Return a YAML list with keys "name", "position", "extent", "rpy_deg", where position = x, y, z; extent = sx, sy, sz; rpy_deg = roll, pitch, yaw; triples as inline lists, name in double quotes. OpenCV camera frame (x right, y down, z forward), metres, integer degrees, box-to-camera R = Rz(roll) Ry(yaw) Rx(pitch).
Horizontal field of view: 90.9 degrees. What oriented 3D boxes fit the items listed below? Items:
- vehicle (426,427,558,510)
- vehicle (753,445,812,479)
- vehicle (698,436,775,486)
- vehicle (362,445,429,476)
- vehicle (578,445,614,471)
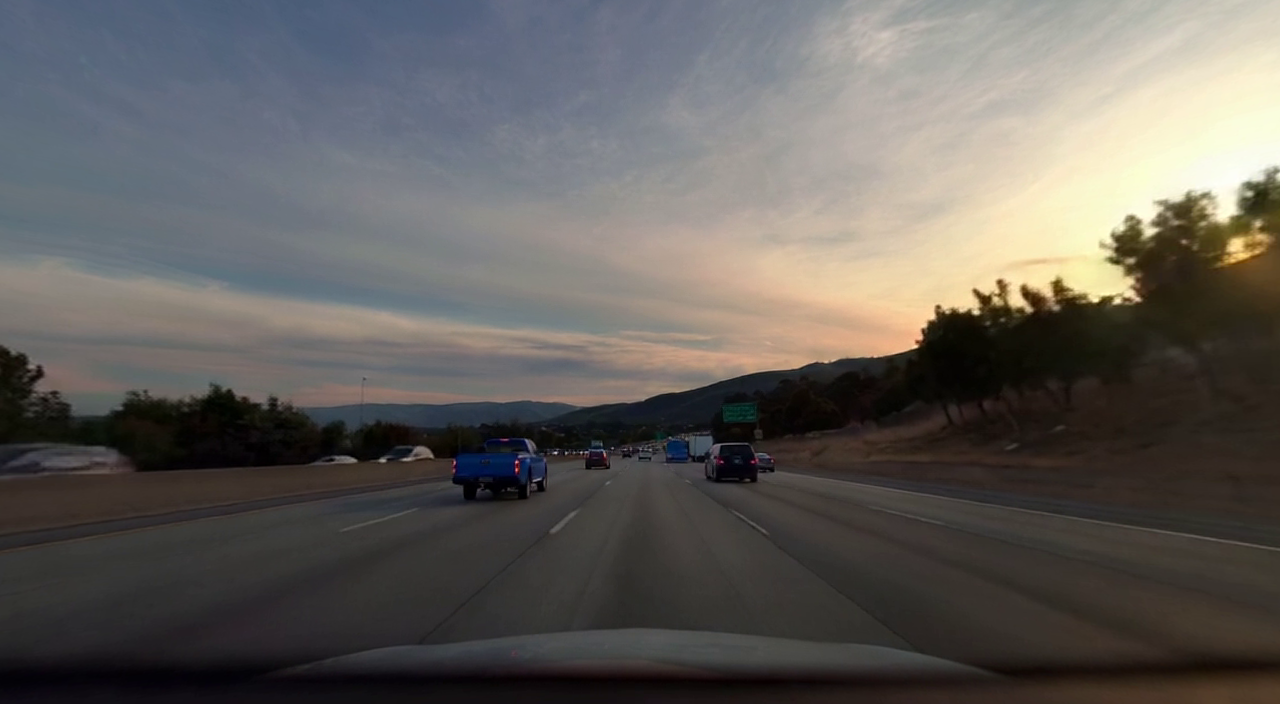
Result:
- name: "vehicle"
  position: [-3.694, 3.029, 16.940]
  extent: [2.227, 1.853, 5.161]
  rpy_deg: [0, -8, 1]
- name: "vehicle"
  position: [7.820, 6.075, 35.126]
  extent: [2.104, 1.724, 4.701]
  rpy_deg: [0, -8, -1]
- name: "vehicle"
  position: [4.120, 4.762, 28.008]
  extent: [2.424, 1.952, 5.611]
  rpy_deg: [0, -8, -1]
- name: "vehicle"
  position: [-13.317, 5.916, 34.660]
  extent: [1.884, 1.559, 4.380]
  rpy_deg: [0, -8, 0]
- name: "vehicle"
  position: [-3.193, 7.750, 46.461]
  extent: [2.235, 1.785, 4.386]
  rpy_deg: [-1, -8, 1]
